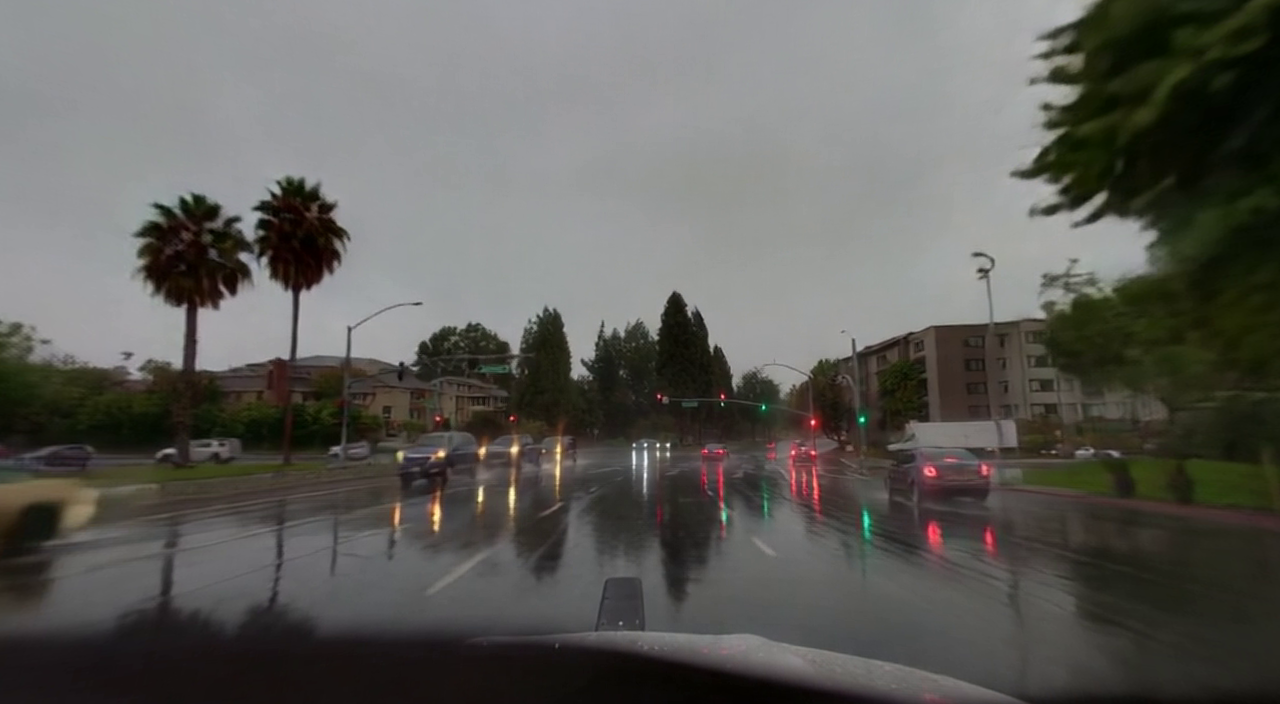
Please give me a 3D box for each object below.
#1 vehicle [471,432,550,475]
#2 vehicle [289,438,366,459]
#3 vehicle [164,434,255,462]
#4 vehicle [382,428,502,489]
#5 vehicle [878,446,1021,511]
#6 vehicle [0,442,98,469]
[{"bbox_3d":[-5.774,4.615,28.952,2.188,1.789,4.881,0,-8,5],"label":"vehicle"},{"bbox_3d":[-23.764,7.351,48.257,4.814,1.506,2.015,2,-9,-9],"label":"vehicle"},{"bbox_3d":[-30.689,6.832,45.219,5.112,1.780,1.981,3,-8,-28],"label":"vehicle"},{"bbox_3d":[-6.293,3.443,20.810,2.072,1.738,4.757,0,-8,5],"label":"vehicle"},{"bbox_3d":[8.151,3.328,17.215,2.144,1.473,4.638,-1,-8,8],"label":"vehicle"},{"bbox_3d":[-38.191,6.634,40.752,4.702,1.449,1.833,5,-10,-43],"label":"vehicle"}]
